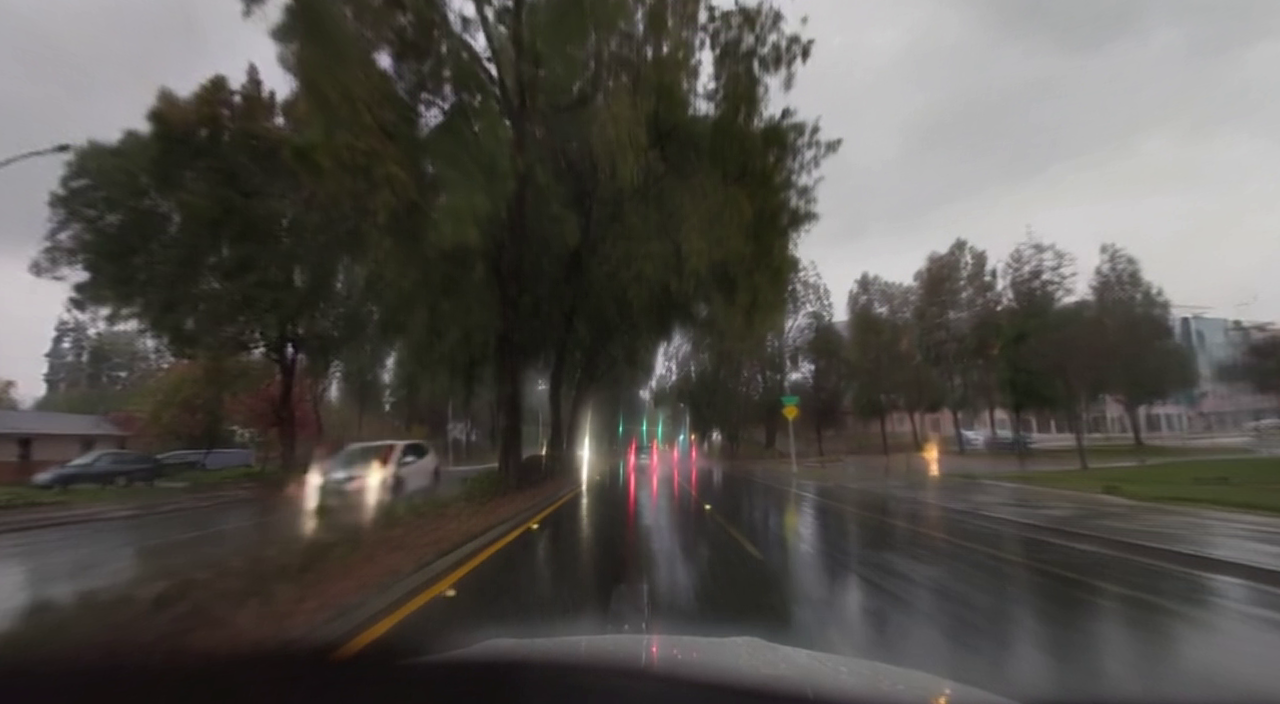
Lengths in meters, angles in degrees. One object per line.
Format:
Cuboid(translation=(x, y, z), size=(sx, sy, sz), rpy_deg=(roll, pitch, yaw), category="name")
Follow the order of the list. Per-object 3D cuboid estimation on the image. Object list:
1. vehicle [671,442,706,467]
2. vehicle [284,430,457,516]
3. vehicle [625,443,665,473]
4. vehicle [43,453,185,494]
Cuboid(translation=(3.560, 7.653, 47.142), size=(2.189, 1.766, 4.495), rpy_deg=(0, -9, 0), category="vehicle")
Cuboid(translation=(-6.473, 2.956, 15.884), size=(2.247, 1.825, 4.618), rpy_deg=(0, -9, 1), category="vehicle")
Cuboid(translation=(0.293, 5.939, 35.500), size=(2.109, 1.612, 3.963), rpy_deg=(0, -9, 1), category="vehicle")
Cuboid(translation=(-22.454, 5.174, 27.032), size=(4.330, 1.656, 2.001), rpy_deg=(0, -9, 3), category="vehicle")
